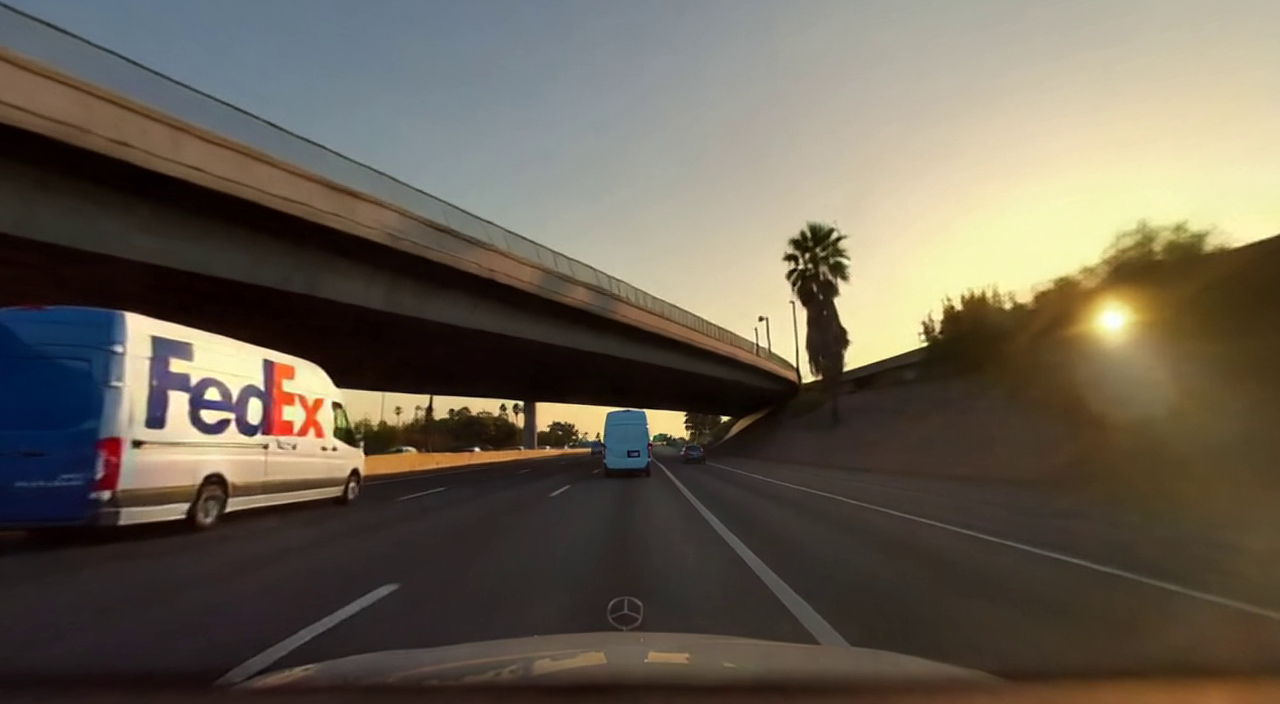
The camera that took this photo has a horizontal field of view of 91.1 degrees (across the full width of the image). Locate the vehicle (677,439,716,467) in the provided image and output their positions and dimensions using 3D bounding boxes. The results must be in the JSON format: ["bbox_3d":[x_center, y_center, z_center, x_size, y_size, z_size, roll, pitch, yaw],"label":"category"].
[{"bbox_3d":[3.456,6.298,39.195,1.987,1.648,3.984,0,-8,-1],"label":"vehicle"}]

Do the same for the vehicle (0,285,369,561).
[{"bbox_3d":[-7.703,1.345,10.814,2.965,3.178,7.188,-1,-9,-1],"label":"vehicle"}]

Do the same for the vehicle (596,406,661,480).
[{"bbox_3d":[-0.382,3.886,26.724,2.476,2.776,5.598,0,-8,1],"label":"vehicle"}]
